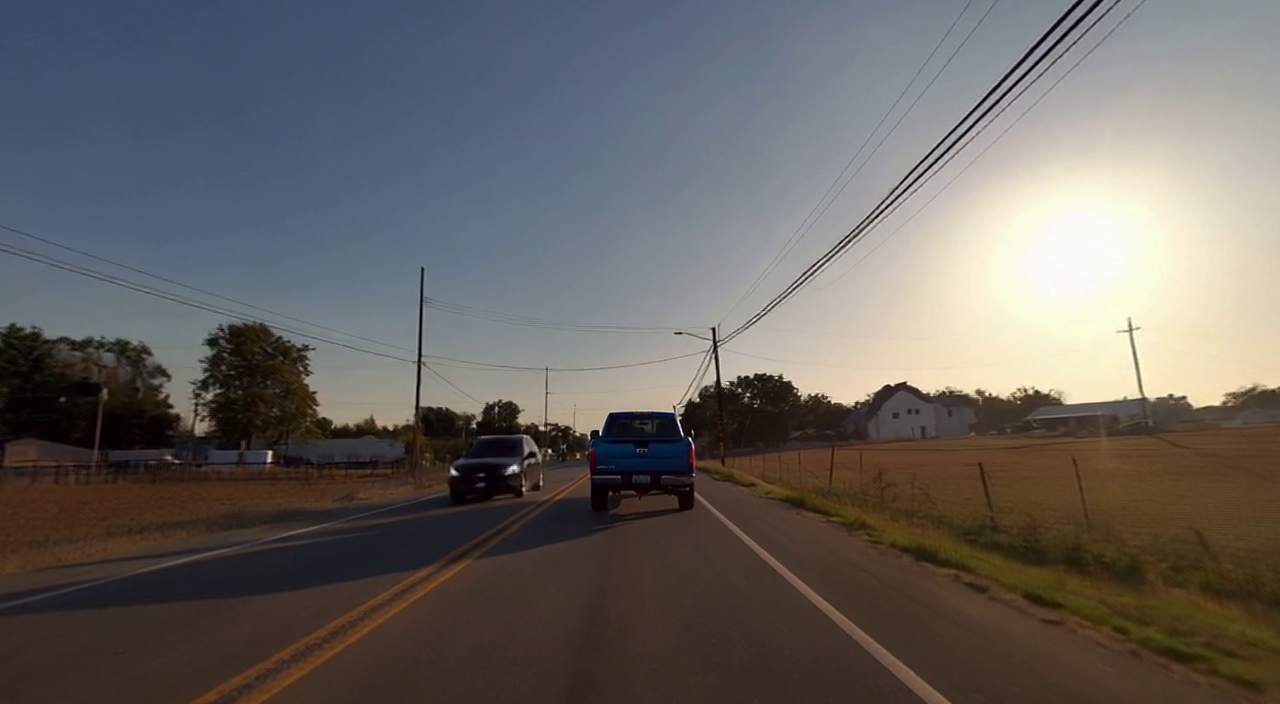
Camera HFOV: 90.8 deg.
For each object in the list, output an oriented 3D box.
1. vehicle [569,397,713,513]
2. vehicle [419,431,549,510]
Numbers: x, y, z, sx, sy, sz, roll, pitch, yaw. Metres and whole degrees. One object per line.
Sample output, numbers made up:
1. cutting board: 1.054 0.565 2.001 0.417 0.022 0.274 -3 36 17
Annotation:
1. vehicle: -0.052 2.627 16.534 2.912 2.320 7.292 0 -8 -1
2. vehicle: -3.825 3.003 16.473 2.122 1.729 4.783 0 -8 1
